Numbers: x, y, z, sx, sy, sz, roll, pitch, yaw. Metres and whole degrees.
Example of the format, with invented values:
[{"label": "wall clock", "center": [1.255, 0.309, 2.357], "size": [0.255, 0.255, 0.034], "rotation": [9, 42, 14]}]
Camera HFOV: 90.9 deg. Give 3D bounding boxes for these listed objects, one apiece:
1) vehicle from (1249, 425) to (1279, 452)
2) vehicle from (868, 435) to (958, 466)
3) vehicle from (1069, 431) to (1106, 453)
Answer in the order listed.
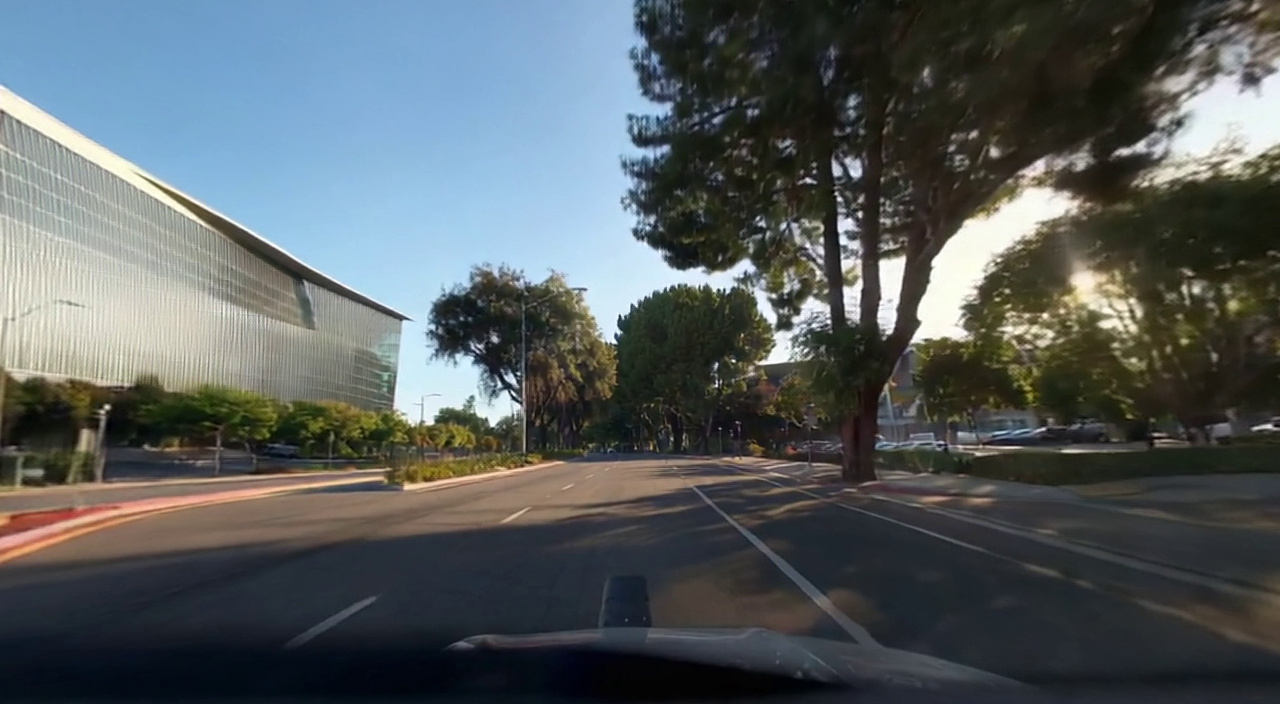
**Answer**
[{"label": "vehicle", "center": [35.184, 4.765, 34.734], "size": [1.828, 1.443, 3.905], "rotation": [-7, -10, 38]}, {"label": "vehicle", "center": [15.836, 5.749, 36.755], "size": [4.198, 1.552, 2.087], "rotation": [-3, -9, 0]}, {"label": "vehicle", "center": [35.334, 7.063, 49.726], "size": [1.924, 1.636, 4.297], "rotation": [-5, -10, 39]}]
